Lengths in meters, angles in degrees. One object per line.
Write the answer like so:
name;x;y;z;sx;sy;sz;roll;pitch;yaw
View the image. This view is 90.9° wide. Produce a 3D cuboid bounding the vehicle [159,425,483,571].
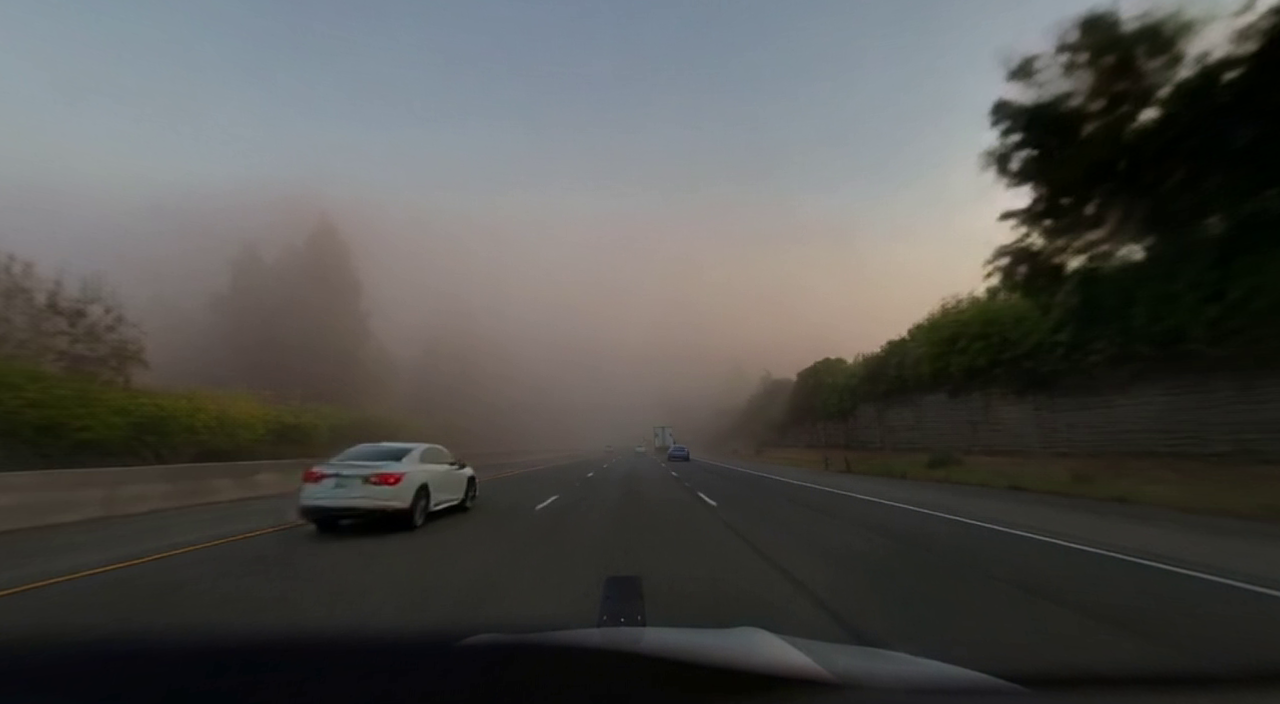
vehicle;-4.113;1.978;9.505;2.129;1.559;5.272;0;-9;0
